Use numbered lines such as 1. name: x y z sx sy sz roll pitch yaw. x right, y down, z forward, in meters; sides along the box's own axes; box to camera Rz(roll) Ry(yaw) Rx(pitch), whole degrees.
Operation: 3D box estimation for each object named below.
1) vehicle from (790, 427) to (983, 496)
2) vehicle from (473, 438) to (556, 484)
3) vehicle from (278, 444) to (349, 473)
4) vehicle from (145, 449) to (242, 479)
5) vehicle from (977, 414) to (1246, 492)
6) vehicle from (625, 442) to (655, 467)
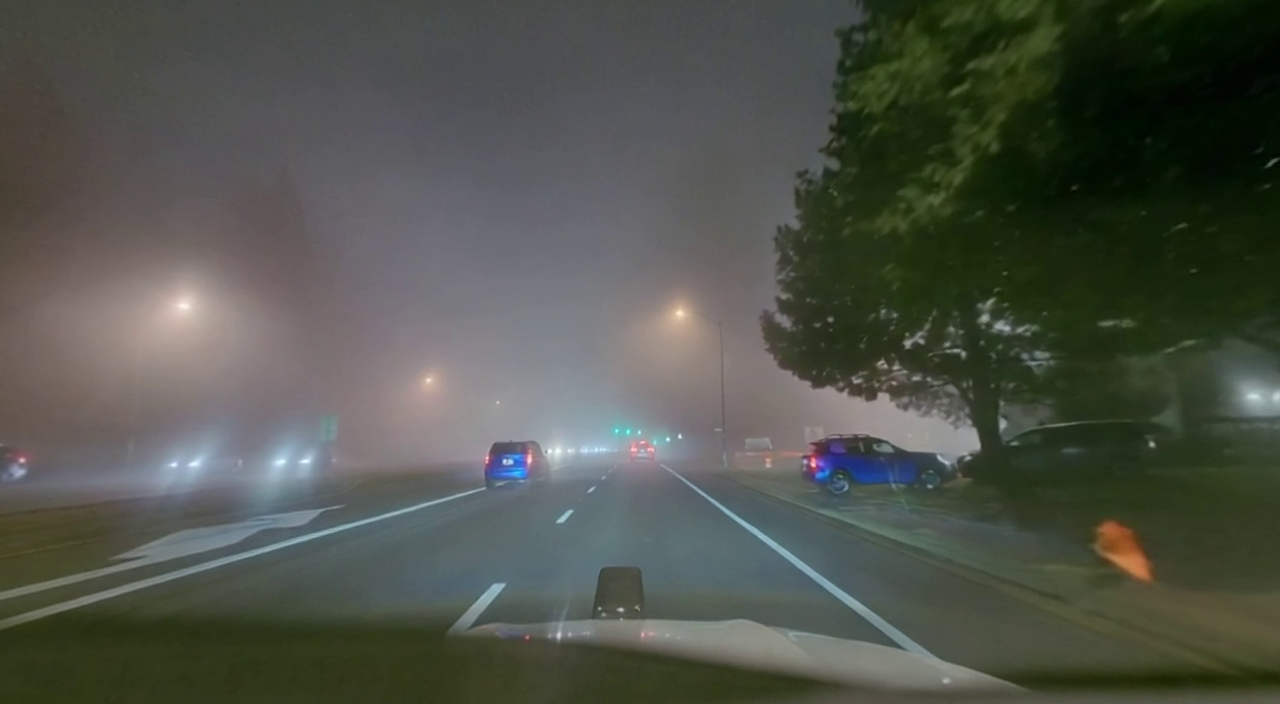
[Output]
1. vehicle: 6.592 2.993 17.380 4.447 1.754 2.182 -1 -9 5
2. vehicle: -4.849 4.300 25.130 2.198 1.663 4.519 0 -9 3
3. vehicle: -20.729 6.745 40.176 2.053 1.761 4.479 0 -9 1
4. vehicle: -24.845 6.240 35.275 1.906 1.525 4.709 0 -9 1
5. vehicle: 11.645 2.535 15.919 4.936 1.813 2.158 -1 -9 3
6. vehicle: -0.007 7.473 46.108 2.135 1.711 4.124 0 -9 0
